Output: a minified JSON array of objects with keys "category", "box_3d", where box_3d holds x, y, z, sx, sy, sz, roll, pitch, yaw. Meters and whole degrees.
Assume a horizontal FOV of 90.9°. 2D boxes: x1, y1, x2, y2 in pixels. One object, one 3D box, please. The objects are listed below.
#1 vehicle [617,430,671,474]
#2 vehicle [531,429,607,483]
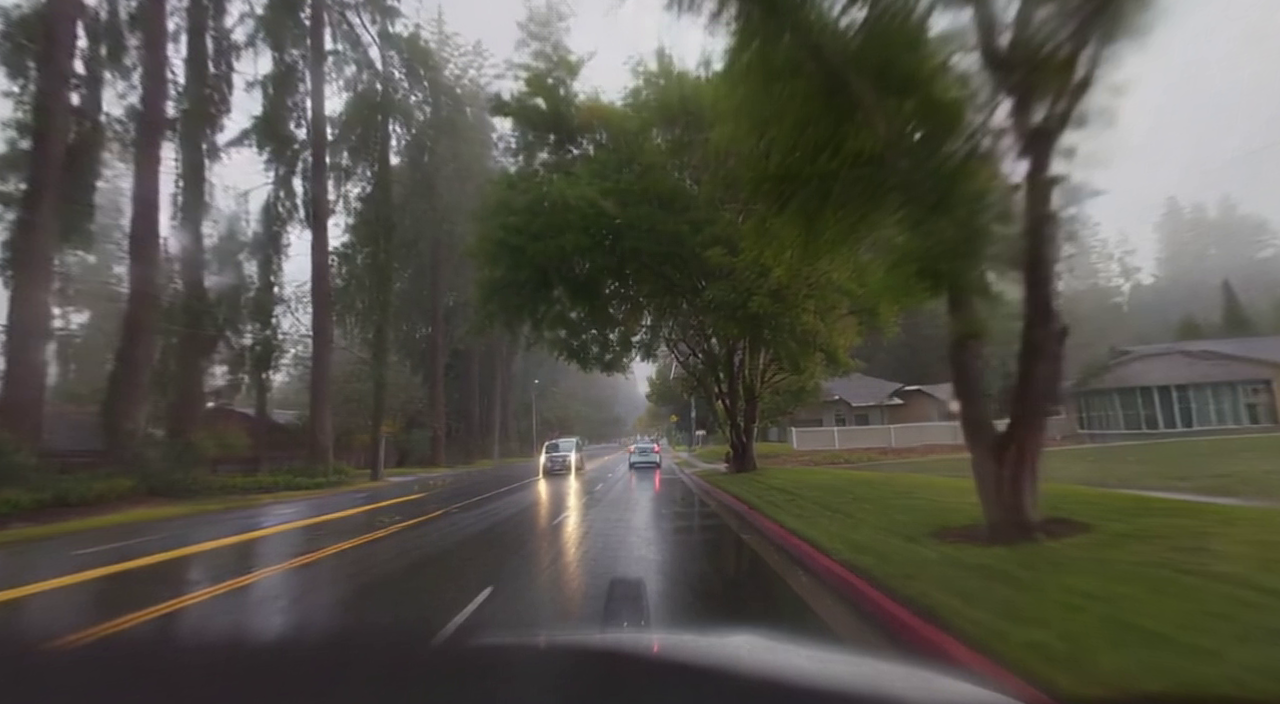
[{"category":"vehicle","box_3d":[0.154,4.216,26.750,2.120,1.718,3.909,0,-9,0]},{"category":"vehicle","box_3d":[-2.446,3.753,22.958,2.157,1.765,4.303,-1,-9,2]}]
